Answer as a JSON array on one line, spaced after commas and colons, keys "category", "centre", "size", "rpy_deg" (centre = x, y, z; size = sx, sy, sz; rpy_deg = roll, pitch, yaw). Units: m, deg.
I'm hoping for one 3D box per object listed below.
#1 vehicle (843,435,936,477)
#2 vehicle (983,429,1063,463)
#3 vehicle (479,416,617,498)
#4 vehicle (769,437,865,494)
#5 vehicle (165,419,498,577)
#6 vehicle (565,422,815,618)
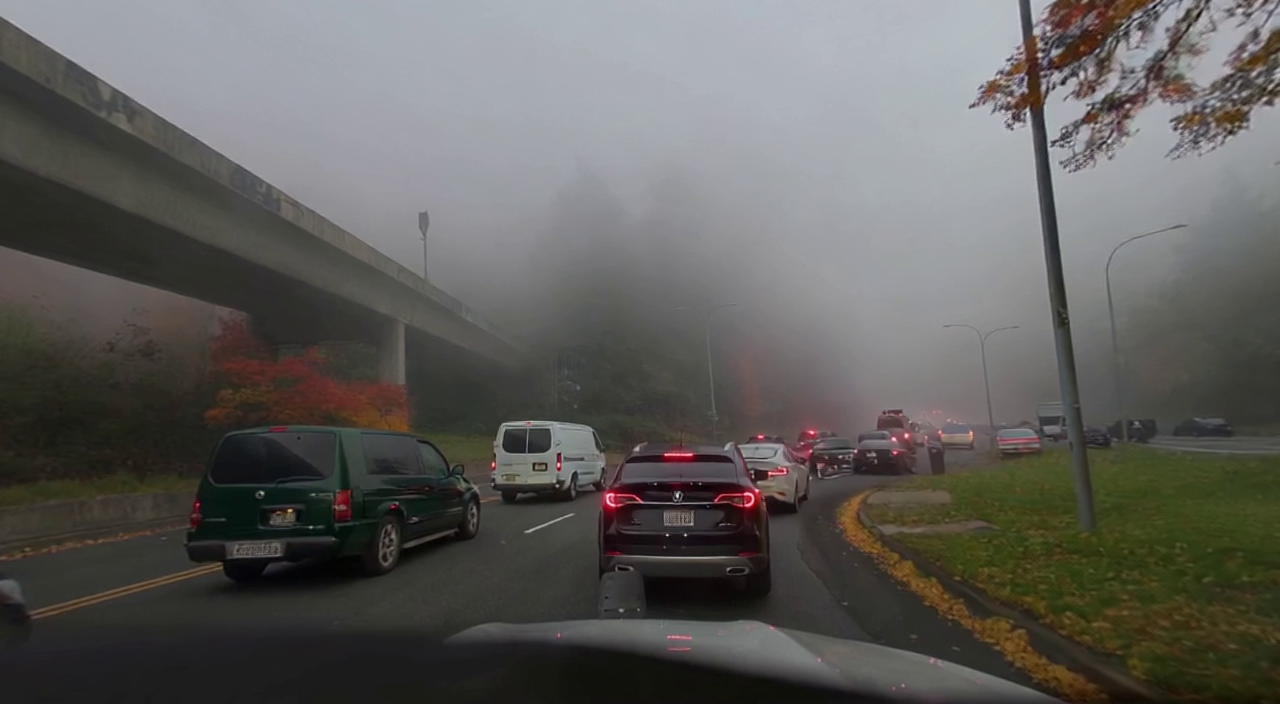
[{"category": "vehicle", "centre": [9.680, 3.983, 24.147], "size": [3.934, 1.485, 1.763], "rpy_deg": [8, -12, -43]}, {"category": "vehicle", "centre": [17.517, 4.300, 28.644], "size": [3.445, 1.478, 1.764], "rpy_deg": [6, -11, -34]}, {"category": "vehicle", "centre": [-2.222, 2.708, 16.323], "size": [1.835, 1.825, 4.005], "rpy_deg": [-4, -9, 20]}, {"category": "vehicle", "centre": [5.251, 3.256, 18.284], "size": [1.780, 1.446, 3.902], "rpy_deg": [-5, -10, 29]}, {"category": "vehicle", "centre": [-3.649, 1.798, 8.456], "size": [1.921, 1.554, 4.081], "rpy_deg": [-2, -9, 10]}, {"category": "vehicle", "centre": [0.802, 1.639, 7.014], "size": [2.064, 1.515, 3.722], "rpy_deg": [-3, -9, 14]}]
